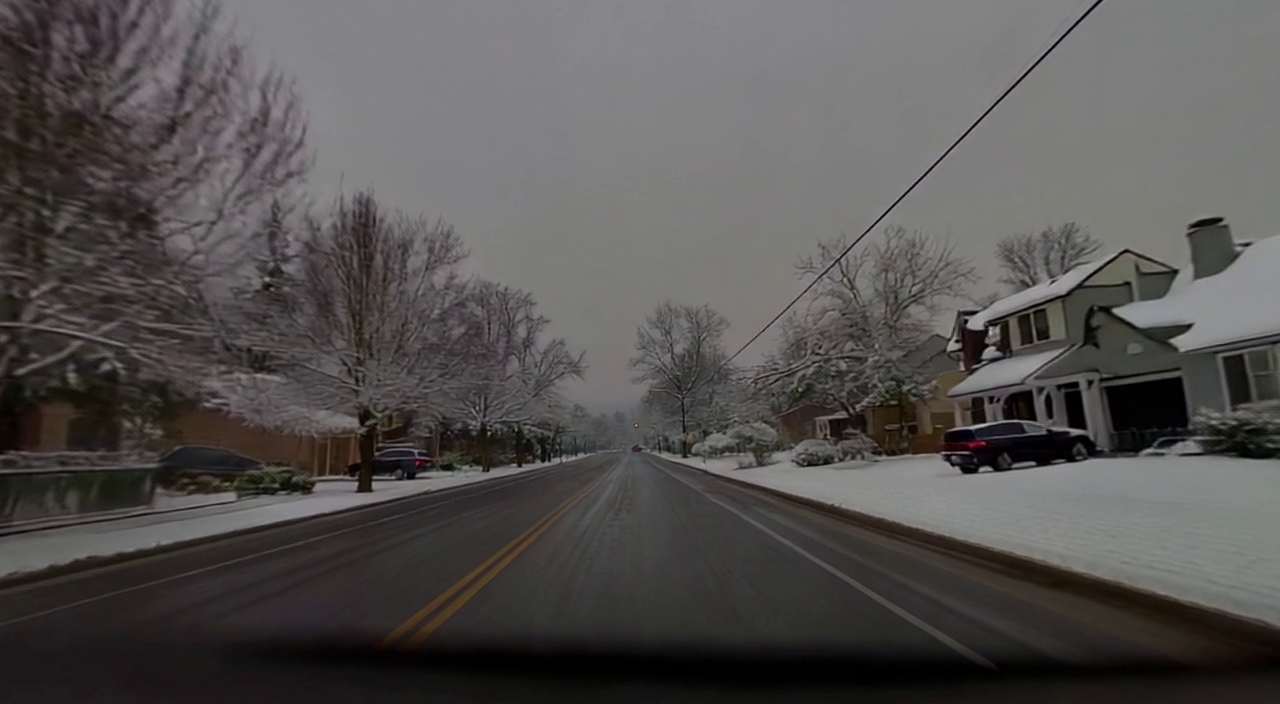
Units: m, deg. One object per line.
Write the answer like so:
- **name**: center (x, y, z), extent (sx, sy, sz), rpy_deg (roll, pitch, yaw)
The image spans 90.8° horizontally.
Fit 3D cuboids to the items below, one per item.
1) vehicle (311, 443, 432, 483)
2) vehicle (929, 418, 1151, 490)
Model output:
- **vehicle**: center (-12.974, 5.375, 30.780), extent (4.928, 1.848, 2.041), rpy_deg (0, -9, 0)
- **vehicle**: center (10.314, 2.662, 16.621), extent (4.449, 1.765, 1.917), rpy_deg (0, -9, 3)
